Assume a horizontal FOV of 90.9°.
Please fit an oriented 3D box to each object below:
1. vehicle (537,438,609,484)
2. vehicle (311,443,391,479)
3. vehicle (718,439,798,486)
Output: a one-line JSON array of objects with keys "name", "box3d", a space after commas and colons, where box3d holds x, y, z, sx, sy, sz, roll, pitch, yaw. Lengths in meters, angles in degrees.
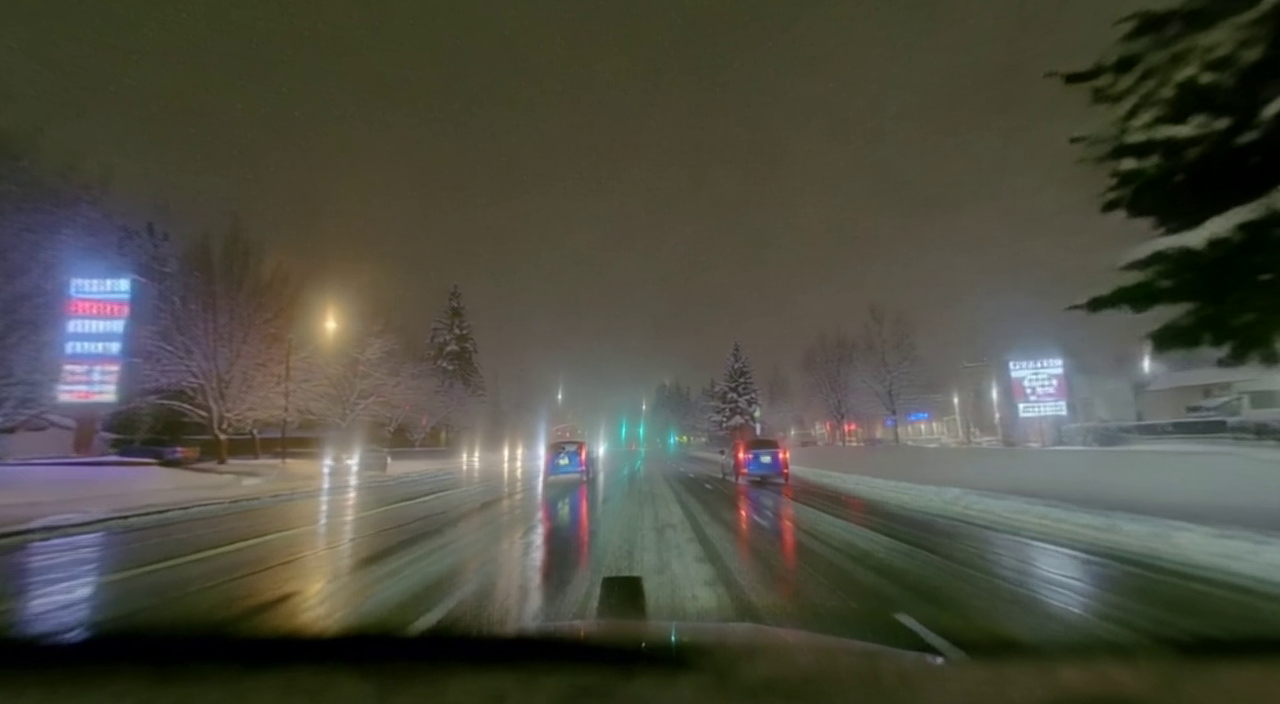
[{"name": "vehicle", "box3d": [-2.347, 3.958, 23.211, 2.001, 1.504, 4.212, -1, -8, 3]}, {"name": "vehicle", "box3d": [-15.223, 5.741, 33.485, 2.052, 1.729, 4.598, 0, -8, 0]}, {"name": "vehicle", "box3d": [4.075, 3.888, 22.537, 1.977, 1.474, 4.399, 0, -8, -1]}]
